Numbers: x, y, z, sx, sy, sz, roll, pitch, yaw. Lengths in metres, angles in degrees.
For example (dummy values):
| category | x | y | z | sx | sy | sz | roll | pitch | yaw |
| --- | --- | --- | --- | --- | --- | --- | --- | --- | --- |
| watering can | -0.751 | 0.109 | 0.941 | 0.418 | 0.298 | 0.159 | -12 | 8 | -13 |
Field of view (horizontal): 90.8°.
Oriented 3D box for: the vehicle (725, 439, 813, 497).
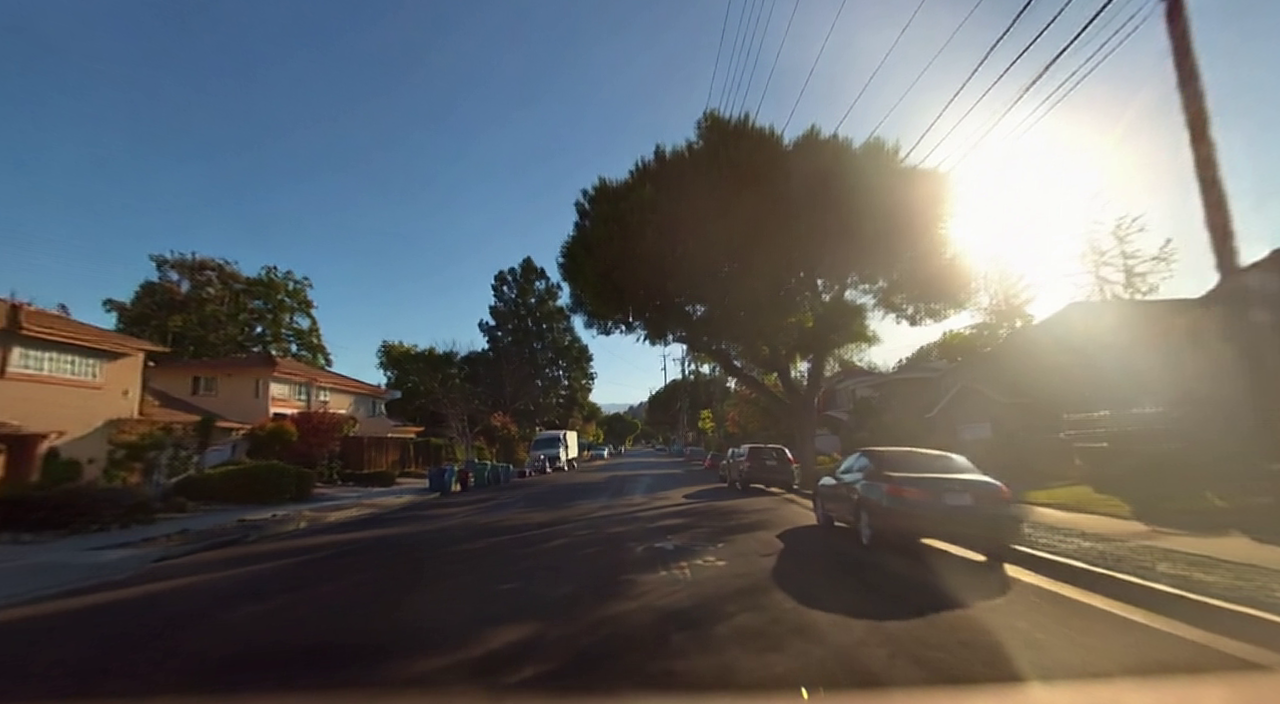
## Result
| category | x | y | z | sx | sy | sz | roll | pitch | yaw |
| --- | --- | --- | --- | --- | --- | --- | --- | --- | --- |
| vehicle | 3.843 | 3.528 | 19.683 | 1.970 | 1.530 | 4.899 | 0 | -9 | 3 |

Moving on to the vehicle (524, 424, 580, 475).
| category | x | y | z | sx | sy | sz | roll | pitch | yaw |
| --- | --- | --- | --- | --- | --- | --- | --- | --- | --- |
| vehicle | -5.467 | 6.192 | 40.192 | 2.313 | 2.875 | 6.057 | -3 | -9 | 3 |

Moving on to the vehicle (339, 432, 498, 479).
| category | x | y | z | sx | sy | sz | roll | pitch | yaw |
| --- | --- | --- | --- | --- | --- | --- | --- | --- | --- |
| vehicle | -10.300 | 4.876 | 29.838 | 6.540 | 2.079 | 2.565 | 0 | -9 | 2 |

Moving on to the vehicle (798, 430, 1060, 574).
| category | x | y | z | sx | sy | sz | roll | pitch | yaw |
| --- | --- | --- | --- | --- | --- | --- | --- | --- | --- |
| vehicle | 3.592 | 1.903 | 8.825 | 1.903 | 1.500 | 4.057 | 0 | -9 | 3 |

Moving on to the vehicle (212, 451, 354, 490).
| category | x | y | z | sx | sy | sz | roll | pitch | yaw |
| --- | --- | --- | --- | --- | --- | --- | --- | --- | --- |
| vehicle | -14.500 | 4.809 | 25.866 | 4.565 | 1.489 | 1.950 | 0 | -9 | -1 |

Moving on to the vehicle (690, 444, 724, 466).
| category | x | y | z | sx | sy | sz | roll | pitch | yaw |
| --- | --- | --- | --- | --- | --- | --- | --- | --- | --- |
| vehicle | 4.873 | 7.593 | 46.630 | 2.016 | 1.544 | 4.645 | 0 | -9 | 0 |
